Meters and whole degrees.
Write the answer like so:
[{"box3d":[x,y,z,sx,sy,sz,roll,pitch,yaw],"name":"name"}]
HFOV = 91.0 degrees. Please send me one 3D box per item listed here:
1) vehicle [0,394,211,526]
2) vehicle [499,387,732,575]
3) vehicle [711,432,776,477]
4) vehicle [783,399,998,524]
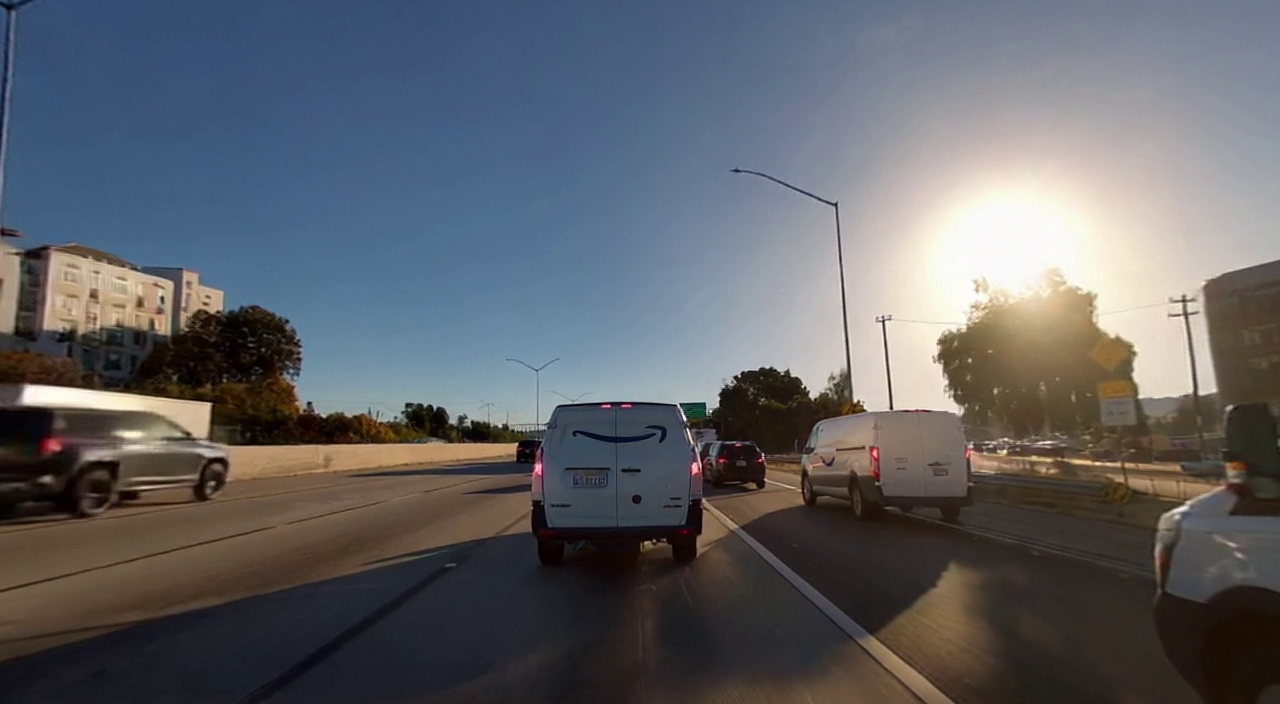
[{"box3d":[-10.378,1.819,10.879,2.232,1.882,5.128,0,-8,0],"name":"vehicle"},{"box3d":[-0.193,1.588,8.460,2.287,1.823,4.369,0,-8,1],"name":"vehicle"},{"box3d":[4.269,4.323,26.693,2.064,1.720,4.416,0,-8,0],"name":"vehicle"},{"box3d":[4.669,2.172,12.933,2.179,1.999,5.331,1,-8,-1],"name":"vehicle"}]
